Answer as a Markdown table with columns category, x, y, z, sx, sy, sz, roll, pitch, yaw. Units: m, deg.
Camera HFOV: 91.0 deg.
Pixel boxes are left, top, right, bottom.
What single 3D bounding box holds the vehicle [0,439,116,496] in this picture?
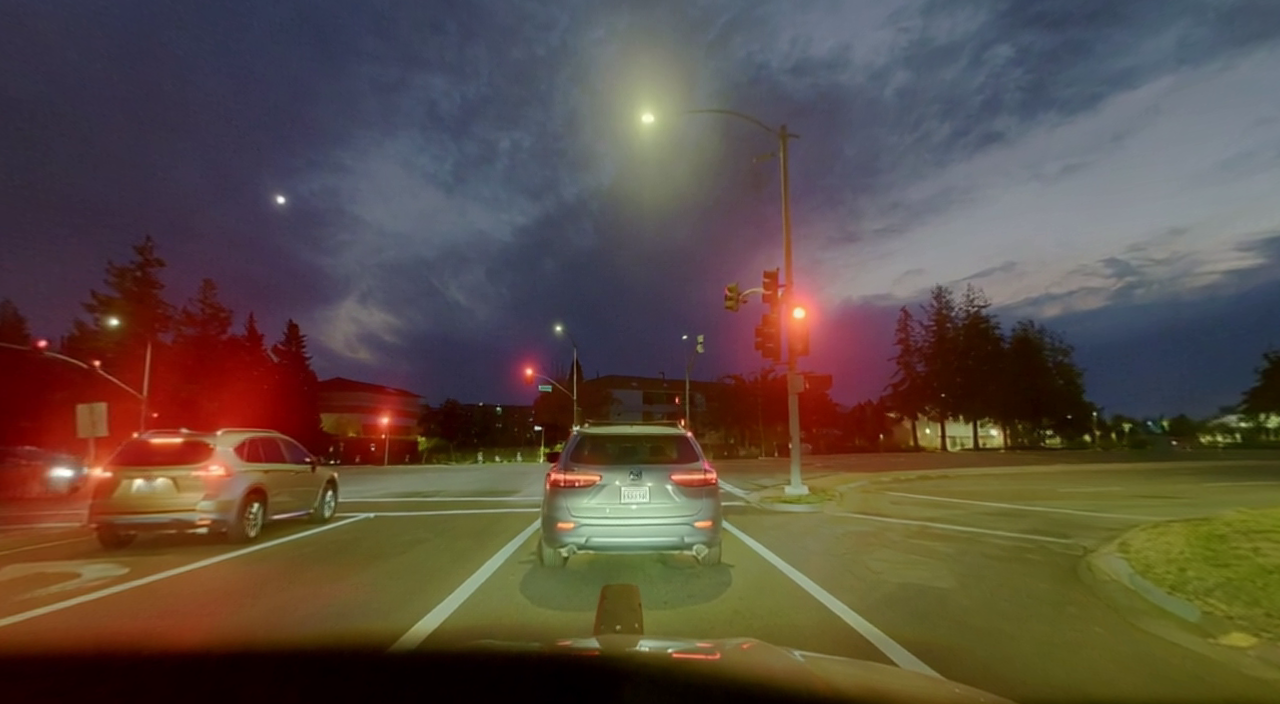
| category | x | y | z | sx | sy | sz | roll | pitch | yaw |
| --- | --- | --- | --- | --- | --- | --- | --- | --- | --- |
| vehicle | -21.877 | 3.975 | 21.941 | 5.623 | 1.843 | 2.147 | -1 | -9 | 8 |

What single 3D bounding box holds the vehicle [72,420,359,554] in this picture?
| category | x | y | z | sx | sy | sz | roll | pitch | yaw |
| --- | --- | --- | --- | --- | --- | --- | --- | --- | --- |
| vehicle | -6.428 | 2.058 | 10.295 | 2.020 | 1.695 | 4.187 | 1 | -9 | -5 |

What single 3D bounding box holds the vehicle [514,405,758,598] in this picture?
| category | x | y | z | sx | sy | sz | roll | pitch | yaw |
| --- | --- | --- | --- | --- | --- | --- | --- | --- | --- |
| vehicle | -0.184 | 1.628 | 7.699 | 2.154 | 1.670 | 4.140 | 1 | -9 | -5 |
